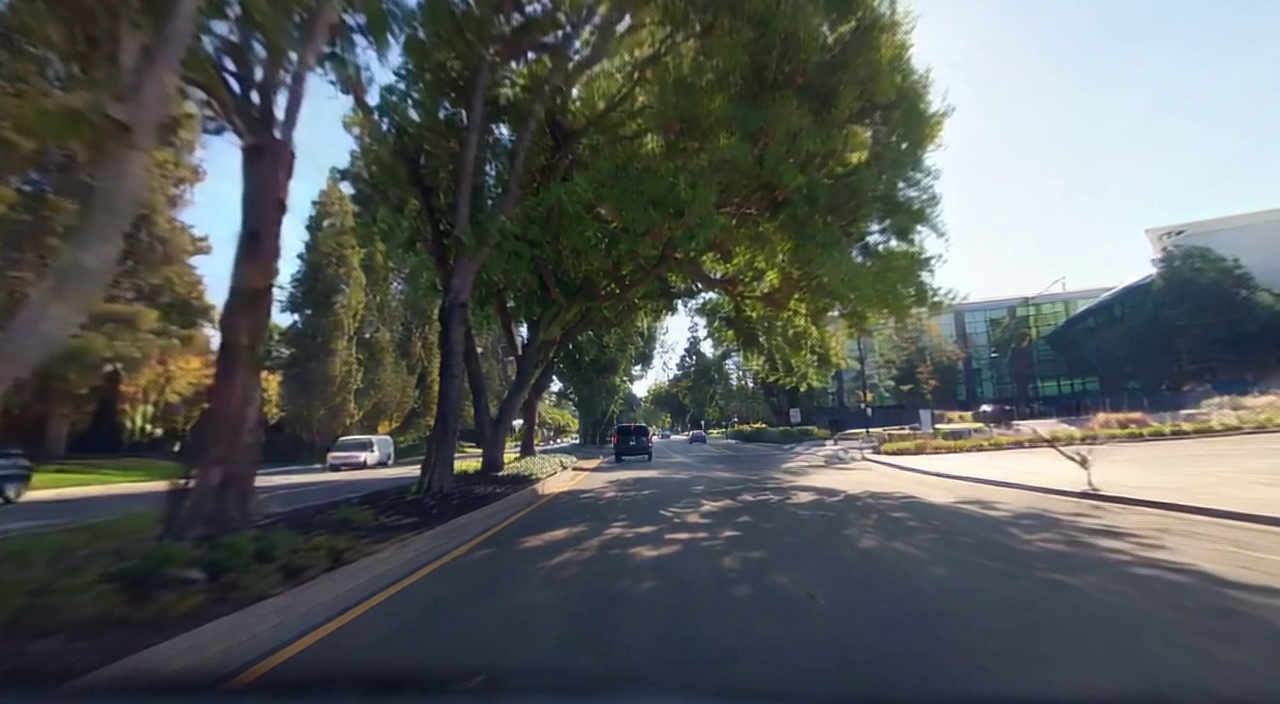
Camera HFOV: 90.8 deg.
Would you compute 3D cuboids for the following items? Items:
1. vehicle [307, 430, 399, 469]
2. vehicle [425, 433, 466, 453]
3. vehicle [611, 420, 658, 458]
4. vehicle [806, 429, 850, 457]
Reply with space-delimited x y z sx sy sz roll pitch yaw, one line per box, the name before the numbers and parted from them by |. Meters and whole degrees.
vehicle | -13.400 4.608 29.890 1.929 1.676 5.134 0 -8 0
vehicle | -14.973 7.049 48.841 1.870 1.473 4.584 0 -8 -3
vehicle | -0.286 4.817 34.873 2.411 1.937 5.186 0 -8 0
vehicle | 12.658 6.164 42.887 2.364 1.781 4.854 -2 -9 11
